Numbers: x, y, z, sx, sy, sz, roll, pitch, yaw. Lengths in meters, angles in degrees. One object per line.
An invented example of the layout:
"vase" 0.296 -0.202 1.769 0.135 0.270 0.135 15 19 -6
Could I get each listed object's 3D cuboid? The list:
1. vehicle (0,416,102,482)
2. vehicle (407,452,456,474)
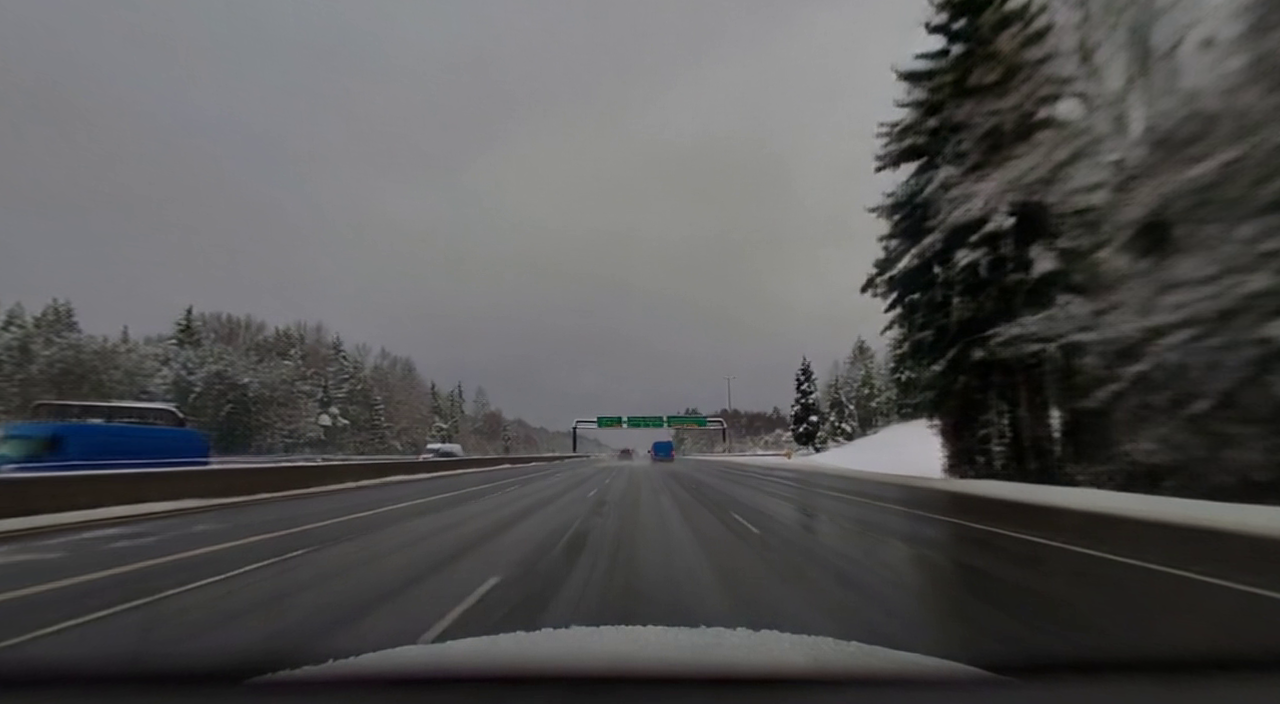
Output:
"vehicle" -39.515 6.301 40.979 3.163 3.960 6.362 0 -9 -1
"vehicle" -15.214 8.104 46.221 1.903 1.486 4.666 0 -9 1
